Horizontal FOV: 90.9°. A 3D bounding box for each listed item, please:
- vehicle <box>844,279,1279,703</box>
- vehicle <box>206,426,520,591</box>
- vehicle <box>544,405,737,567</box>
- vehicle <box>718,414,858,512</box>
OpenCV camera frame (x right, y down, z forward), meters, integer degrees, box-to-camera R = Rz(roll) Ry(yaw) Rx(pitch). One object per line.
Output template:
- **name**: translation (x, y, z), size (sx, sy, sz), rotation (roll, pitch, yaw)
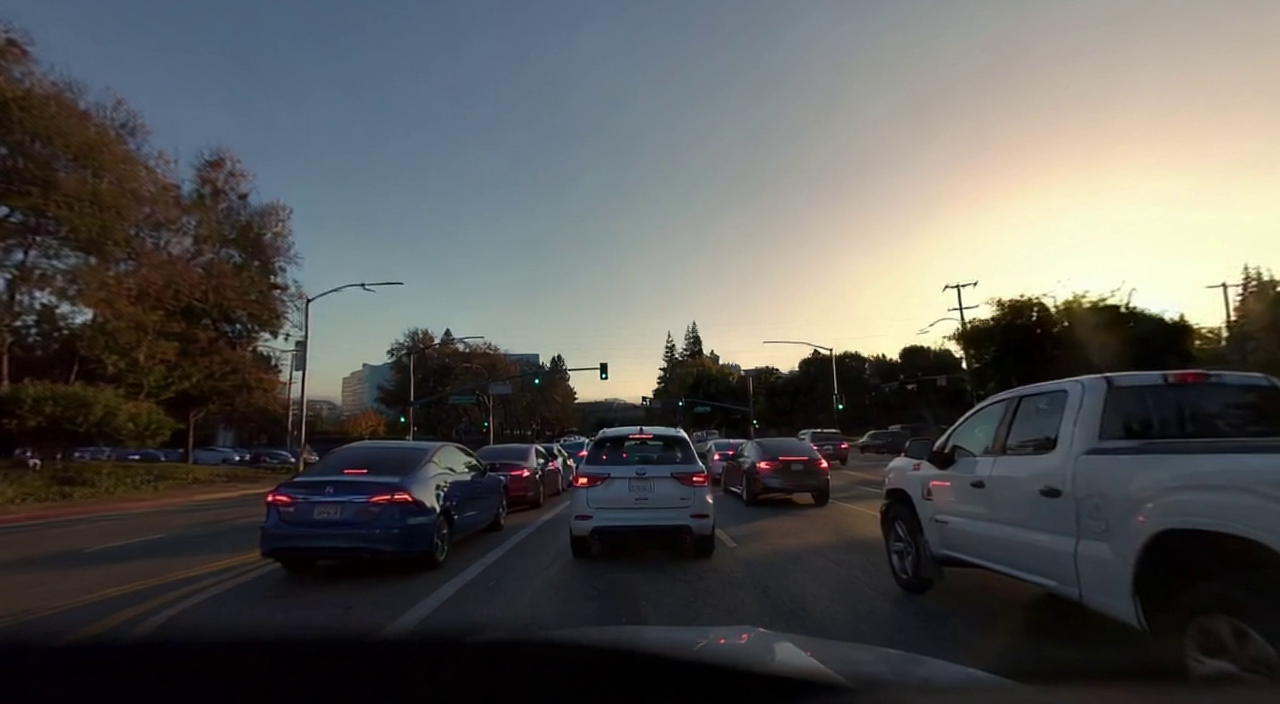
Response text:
- **vehicle**: translation (3.355, 0.939, 3.817), size (2.317, 1.857, 5.940), rotation (0, -8, 1)
- **vehicle**: translation (-2.955, 1.759, 7.989), size (2.023, 1.494, 4.259), rotation (0, -8, 0)
- **vehicle**: translation (0.050, 1.768, 8.973), size (2.113, 1.768, 3.901), rotation (0, -8, 1)
- **vehicle**: translation (3.542, 2.815, 16.504), size (2.408, 2.100, 5.668), rotation (0, -8, 1)
